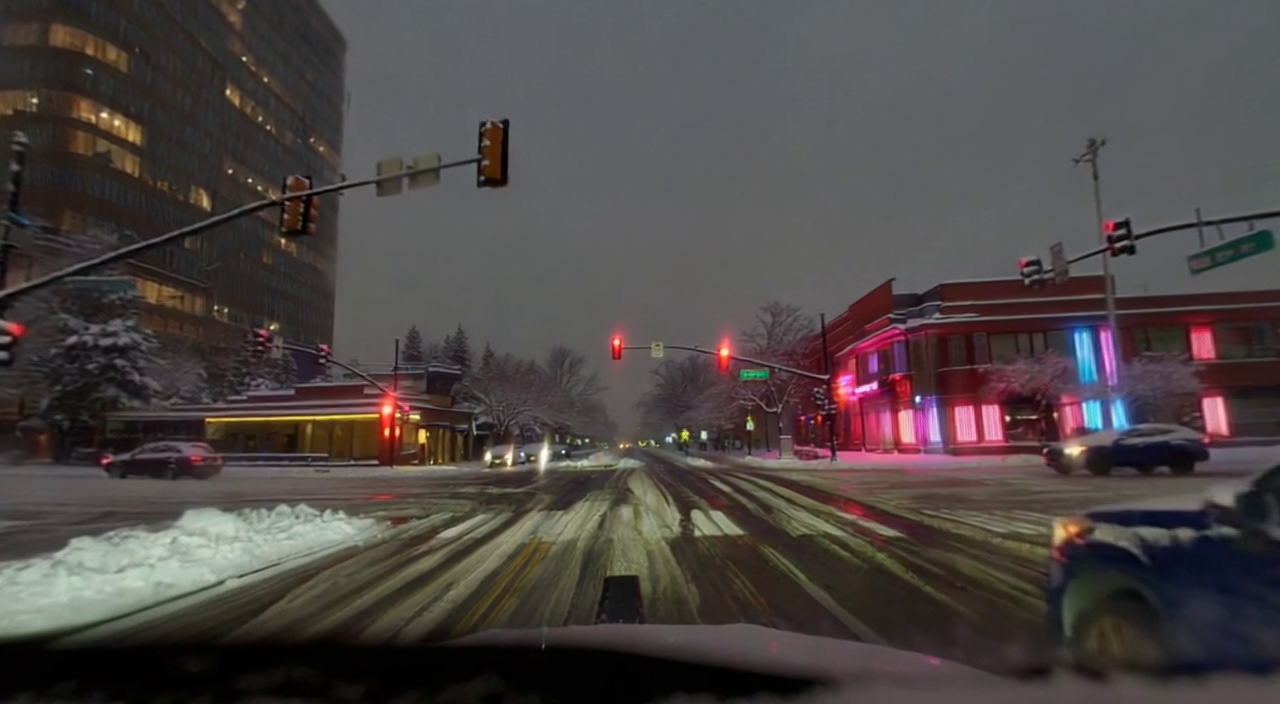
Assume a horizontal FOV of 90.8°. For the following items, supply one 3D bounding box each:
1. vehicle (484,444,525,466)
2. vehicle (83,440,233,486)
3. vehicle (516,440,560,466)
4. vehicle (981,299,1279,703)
[{"bbox_3d":[-10.114,7.721,47.490,2.106,1.505,4.228,0,-8,0],"label":"vehicle"},{"bbox_3d":[-21.316,4.914,28.057,5.161,1.910,2.275,-2,-9,11],"label":"vehicle"},{"bbox_3d":[-7.034,7.046,44.150,2.181,1.703,4.512,-1,-8,2],"label":"vehicle"},{"bbox_3d":[2.939,0.591,1.220,2.049,1.691,4.447,0,-8,0],"label":"vehicle"}]
